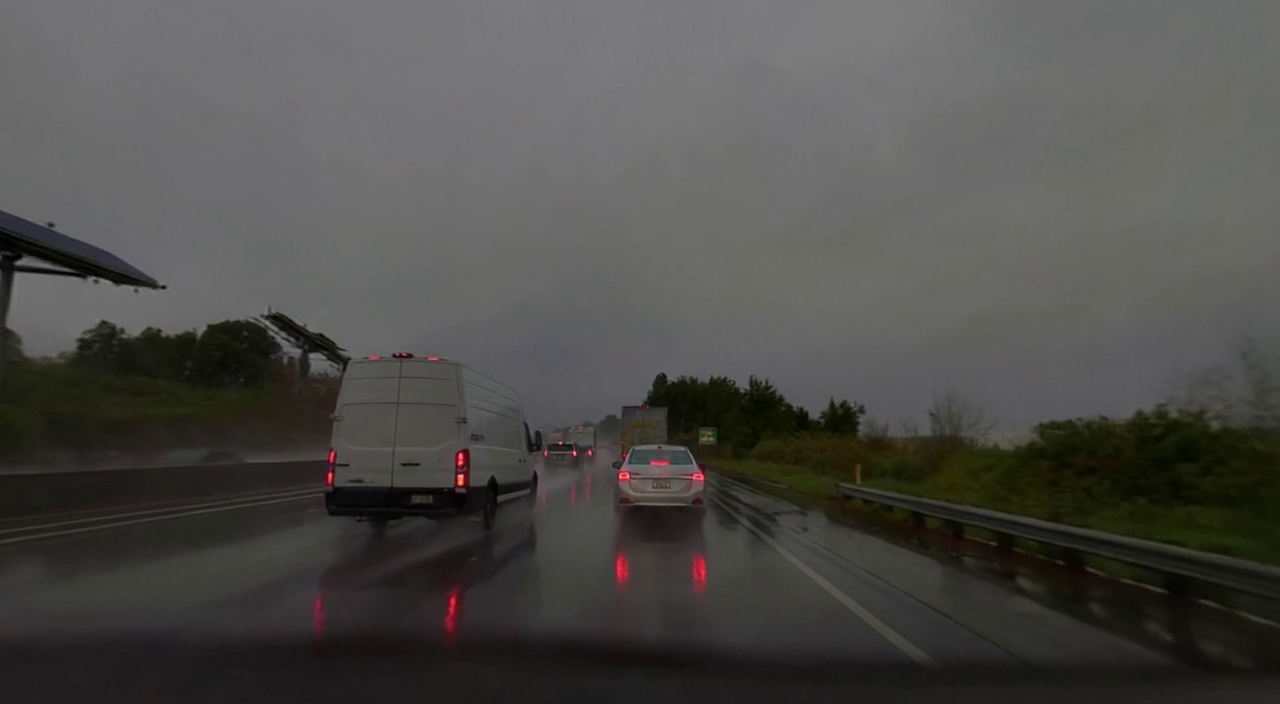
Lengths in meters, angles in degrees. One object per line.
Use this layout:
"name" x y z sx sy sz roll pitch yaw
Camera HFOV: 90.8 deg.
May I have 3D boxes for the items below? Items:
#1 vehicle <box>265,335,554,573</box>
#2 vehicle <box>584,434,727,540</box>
"vehicle" -3.125 1.672 10.752 2.289 2.757 6.726 0 -9 0
"vehicle" 0.210 2.224 10.900 2.063 1.507 3.488 0 -9 0
